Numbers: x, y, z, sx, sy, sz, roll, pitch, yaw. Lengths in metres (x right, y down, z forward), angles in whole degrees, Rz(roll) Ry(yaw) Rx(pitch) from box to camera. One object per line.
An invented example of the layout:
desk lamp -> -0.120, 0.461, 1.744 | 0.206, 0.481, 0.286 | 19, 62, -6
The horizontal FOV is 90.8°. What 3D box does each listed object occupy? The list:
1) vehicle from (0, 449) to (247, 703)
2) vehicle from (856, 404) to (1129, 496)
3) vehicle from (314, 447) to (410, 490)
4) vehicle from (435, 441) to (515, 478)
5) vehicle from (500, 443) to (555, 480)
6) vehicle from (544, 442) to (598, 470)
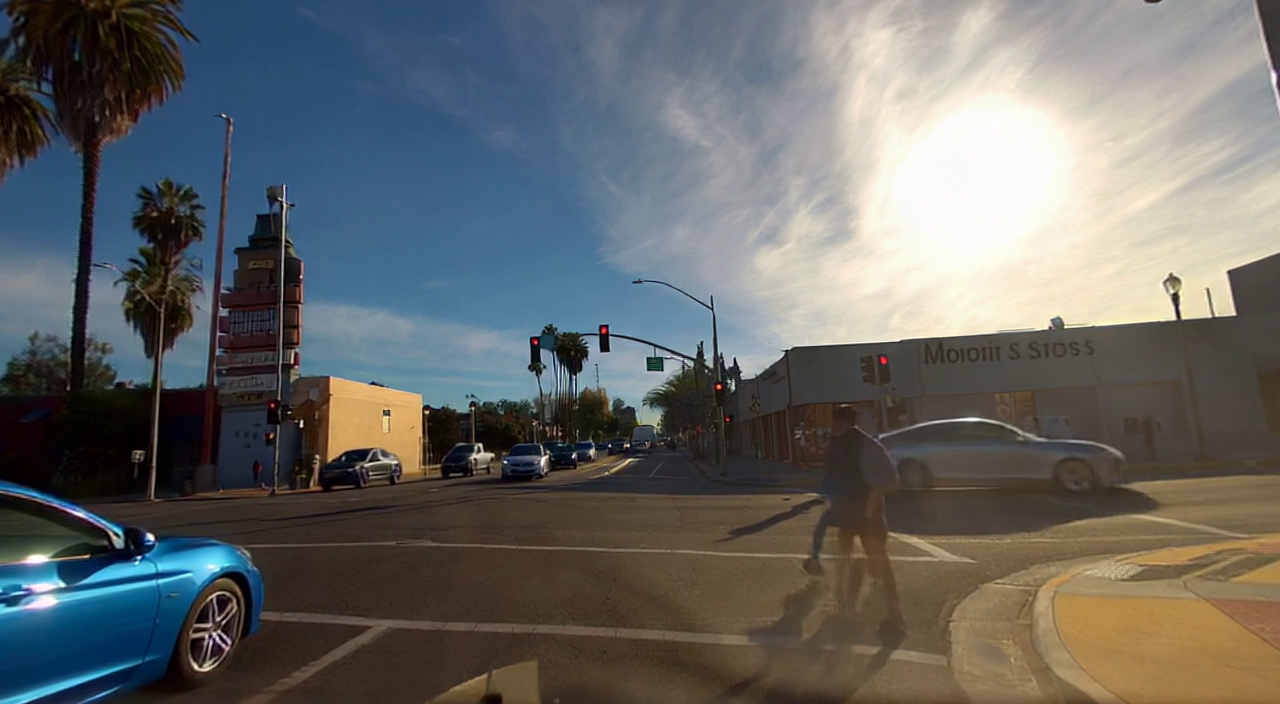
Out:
vehicle -> -3.705, 1.019, 2.252 | 1.850, 1.325, 4.295 | 0, -9, 0
vehicle -> 7.422, 2.145, 13.862 | 4.775, 1.709, 2.092 | -4, -10, 25
vehicle -> -12.828, 5.357, 29.450 | 1.870, 1.705, 4.426 | -7, -10, 11
vehicle -> -8.654, 5.837, 33.767 | 2.050, 1.792, 5.507 | -1, -12, 8
vehicle -> -4.843, 4.758, 27.753 | 1.839, 1.468, 4.549 | 0, -9, -3
vehicle -> -4.122, 6.341, 38.687 | 2.072, 1.613, 4.386 | -2, -9, 11
